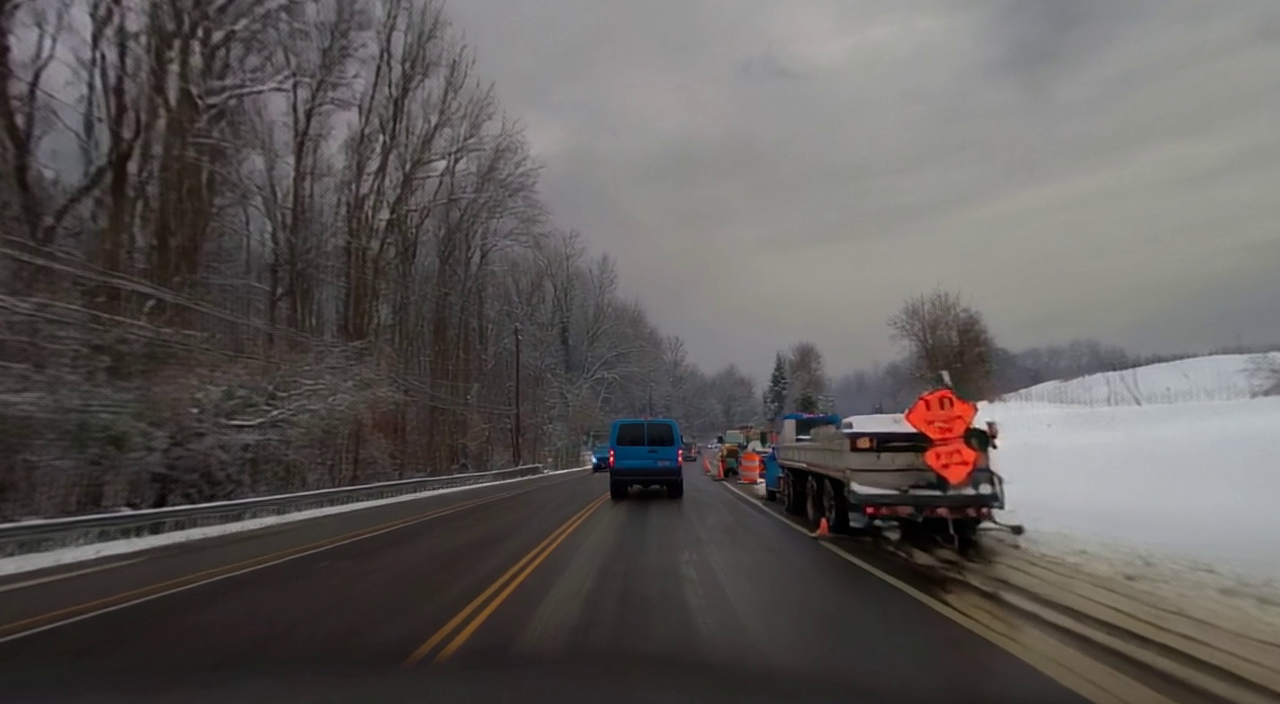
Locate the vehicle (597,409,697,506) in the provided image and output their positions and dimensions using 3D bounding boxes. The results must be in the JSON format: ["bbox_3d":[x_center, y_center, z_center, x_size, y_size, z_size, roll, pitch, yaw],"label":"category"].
[{"bbox_3d":[0.343,2.847,17.355,2.362,2.247,4.892,-1,-9,4],"label":"vehicle"}]

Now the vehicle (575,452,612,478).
[{"bbox_3d":[-3.444,8.464,47.612,2.230,1.842,5.014,0,-8,1],"label":"vehicle"}]

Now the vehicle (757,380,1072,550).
[{"bbox_3d":[4.006,1.934,11.542,2.833,2.033,7.668,0,-9,4],"label":"vehicle"}]
